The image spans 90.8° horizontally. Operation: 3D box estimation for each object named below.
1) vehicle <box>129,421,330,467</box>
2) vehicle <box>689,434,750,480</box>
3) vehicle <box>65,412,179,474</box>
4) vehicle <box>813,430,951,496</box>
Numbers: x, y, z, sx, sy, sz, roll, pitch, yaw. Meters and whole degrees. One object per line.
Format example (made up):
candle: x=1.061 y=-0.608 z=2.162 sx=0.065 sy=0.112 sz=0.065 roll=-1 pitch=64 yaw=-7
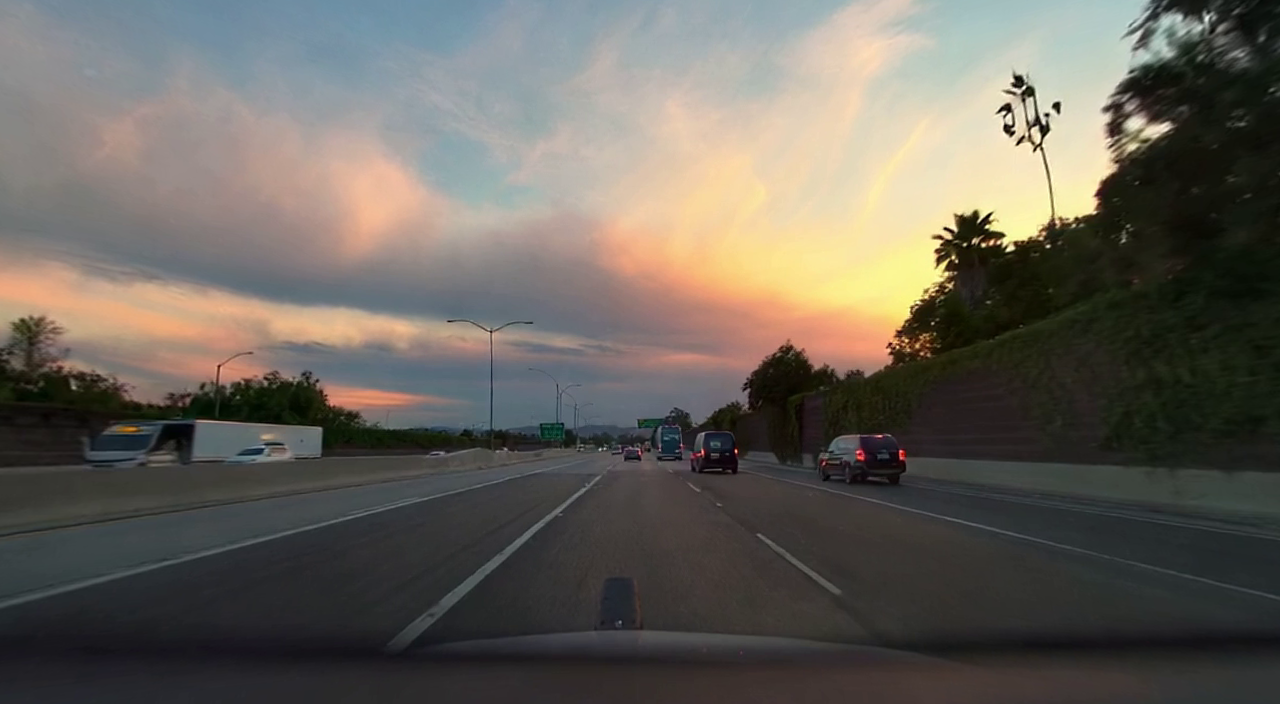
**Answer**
vehicle: x=-29.123 y=6.908 z=47.172 sx=2.682 sy=2.685 sz=19.077 roll=0 pitch=-8 yaw=0
vehicle: x=3.573 y=4.813 z=29.221 sx=2.035 sy=1.931 sz=4.841 roll=0 pitch=-9 yaw=-2
vehicle: x=-29.014 y=5.109 z=35.595 sx=3.011 sy=3.266 sz=3.745 roll=0 pitch=-9 yaw=0
vehicle: x=7.367 y=3.423 z=19.928 sx=2.266 sy=1.799 sz=4.947 roll=0 pitch=-9 yaw=-2
